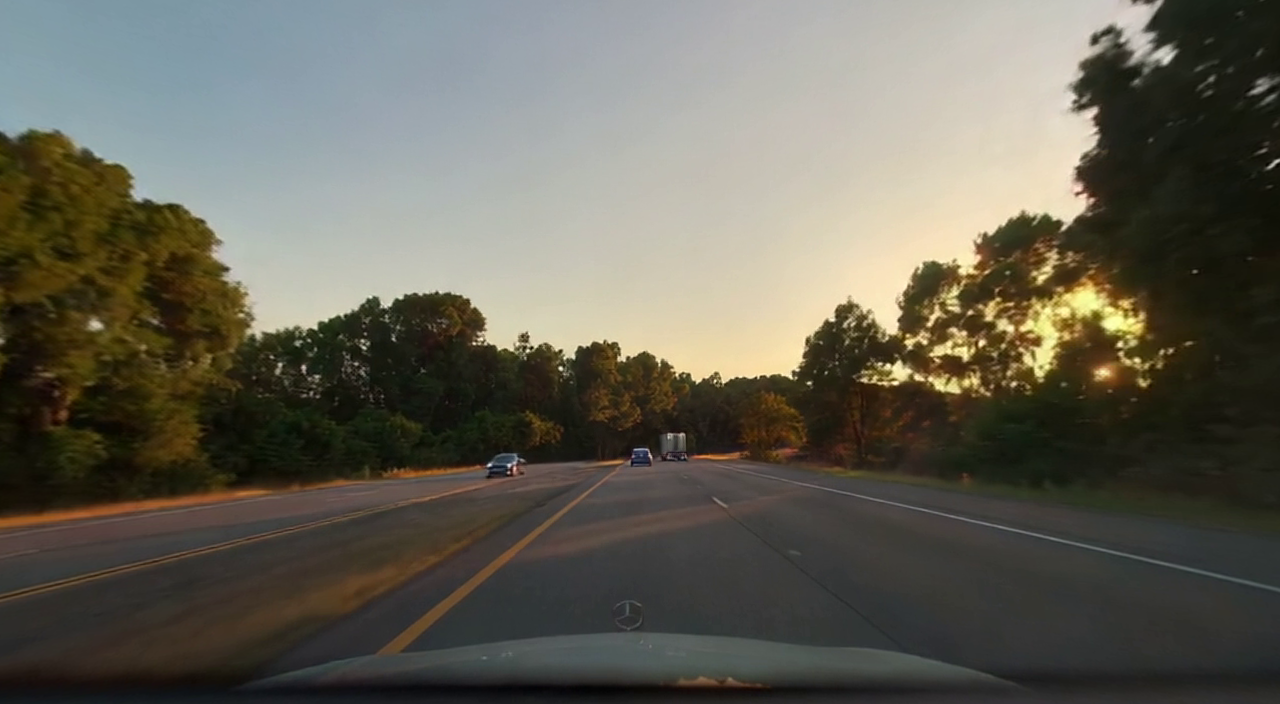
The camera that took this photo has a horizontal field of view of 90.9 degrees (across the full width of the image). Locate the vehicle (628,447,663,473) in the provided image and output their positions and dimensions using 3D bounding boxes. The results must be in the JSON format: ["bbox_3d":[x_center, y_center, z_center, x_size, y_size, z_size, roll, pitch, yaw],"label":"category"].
[{"bbox_3d":[0.312,6.268,36.659,1.926,1.386,3.615,0,-9,0],"label":"vehicle"}]

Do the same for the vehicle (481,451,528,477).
[{"bbox_3d":[-8.187,6.792,38.450,1.889,1.488,4.263,0,-9,0],"label":"vehicle"}]
